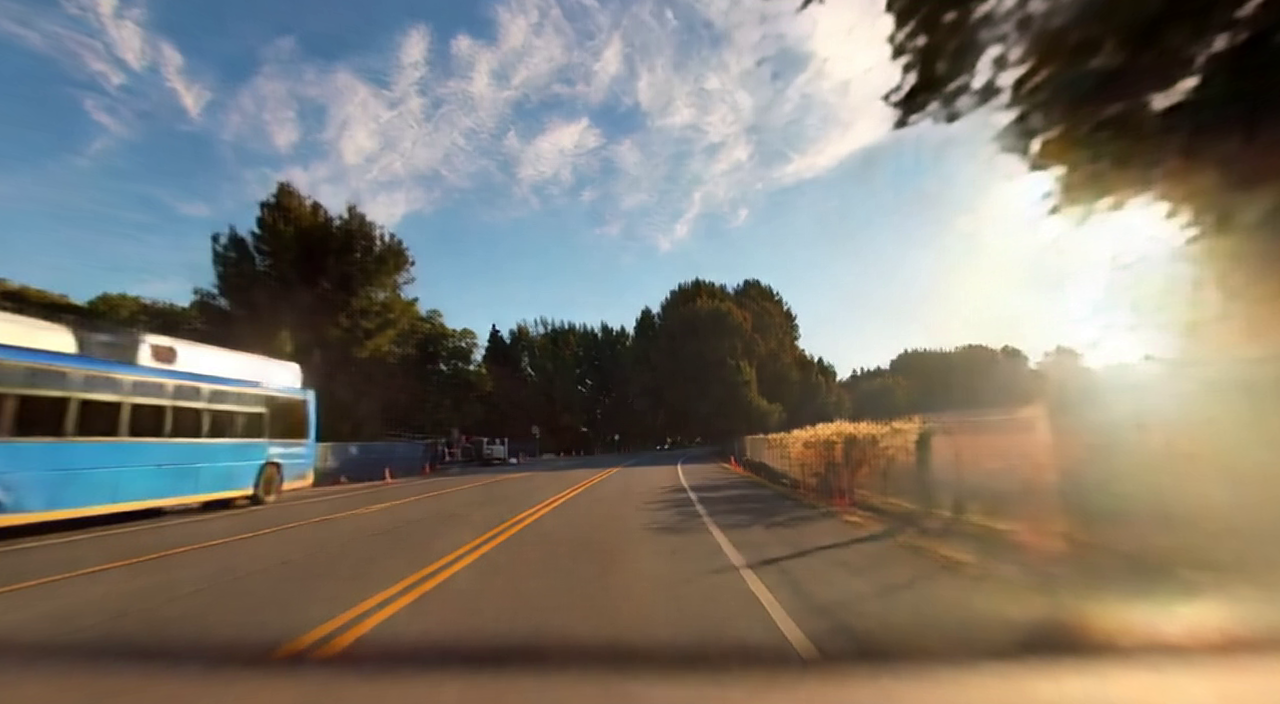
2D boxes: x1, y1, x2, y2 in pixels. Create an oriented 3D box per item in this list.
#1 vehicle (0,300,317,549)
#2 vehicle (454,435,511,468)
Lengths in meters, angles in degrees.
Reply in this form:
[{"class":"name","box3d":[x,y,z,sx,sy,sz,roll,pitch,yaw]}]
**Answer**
[{"class":"vehicle","box3d":[-10.693,1.440,11.602,3.092,3.562,12.230,-4,-7,1]},{"class":"vehicle","box3d":[-10.775,6.819,43.706,2.244,2.022,6.102,-3,-8,1]}]
